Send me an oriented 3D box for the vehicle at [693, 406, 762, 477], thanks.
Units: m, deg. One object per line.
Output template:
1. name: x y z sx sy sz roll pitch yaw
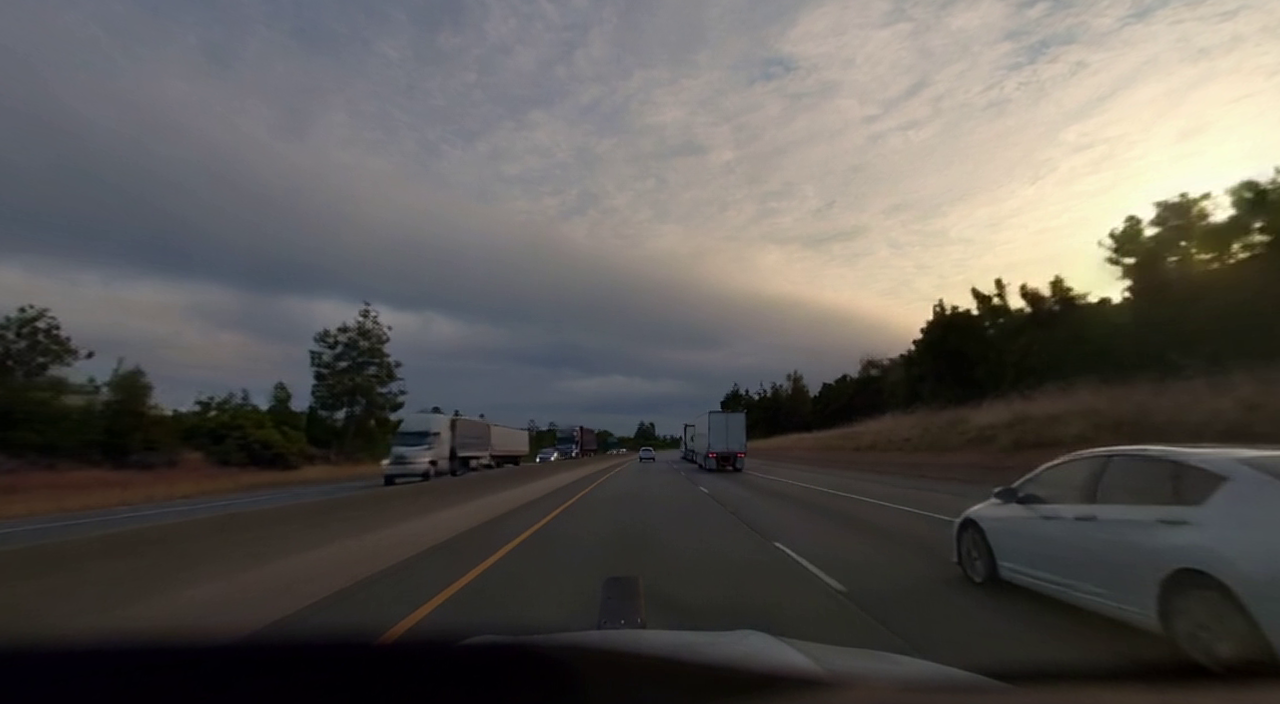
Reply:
1. vehicle: 4.921 5.445 37.971 2.866 3.558 11.674 0 -9 2

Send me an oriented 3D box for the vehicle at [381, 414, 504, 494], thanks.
1. vehicle: -9.714 5.205 32.446 2.952 3.538 9.079 -1 -9 3

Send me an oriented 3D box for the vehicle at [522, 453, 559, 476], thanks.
1. vehicle: -7.506 8.523 47.902 1.952 1.579 4.290 0 -9 2

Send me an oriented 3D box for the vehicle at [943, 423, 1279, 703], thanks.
1. vehicle: 3.954 1.243 4.135 1.893 1.442 4.039 0 -9 0
